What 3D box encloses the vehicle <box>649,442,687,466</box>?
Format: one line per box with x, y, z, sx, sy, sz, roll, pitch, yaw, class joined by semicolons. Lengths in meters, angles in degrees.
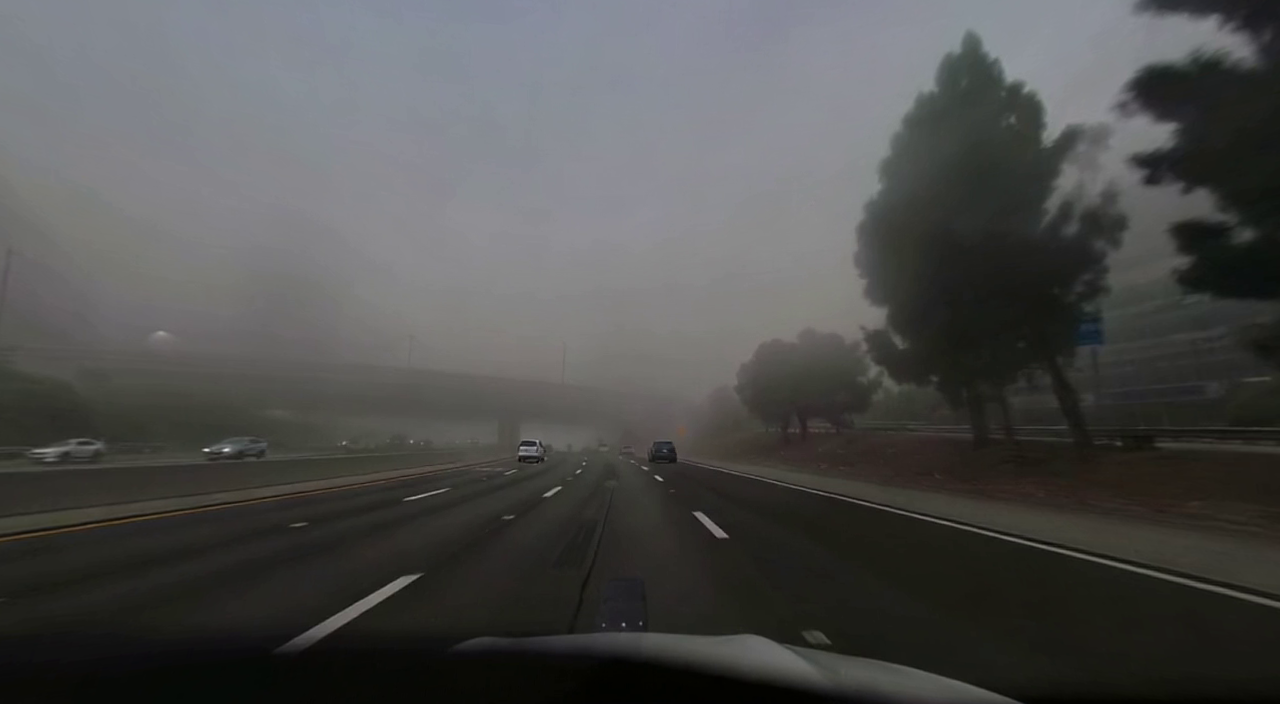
1.854;6.905;43.032;2.059;1.509;4.670;1;-8;-4;vehicle

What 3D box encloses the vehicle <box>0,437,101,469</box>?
-38.071;6.420;40.383;2.152;1.903;5.882;0;-8;-3;vehicle

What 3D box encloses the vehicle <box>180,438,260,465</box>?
-27.093;6.440;40.900;2.019;1.636;4.858;0;-8;-3;vehicle
